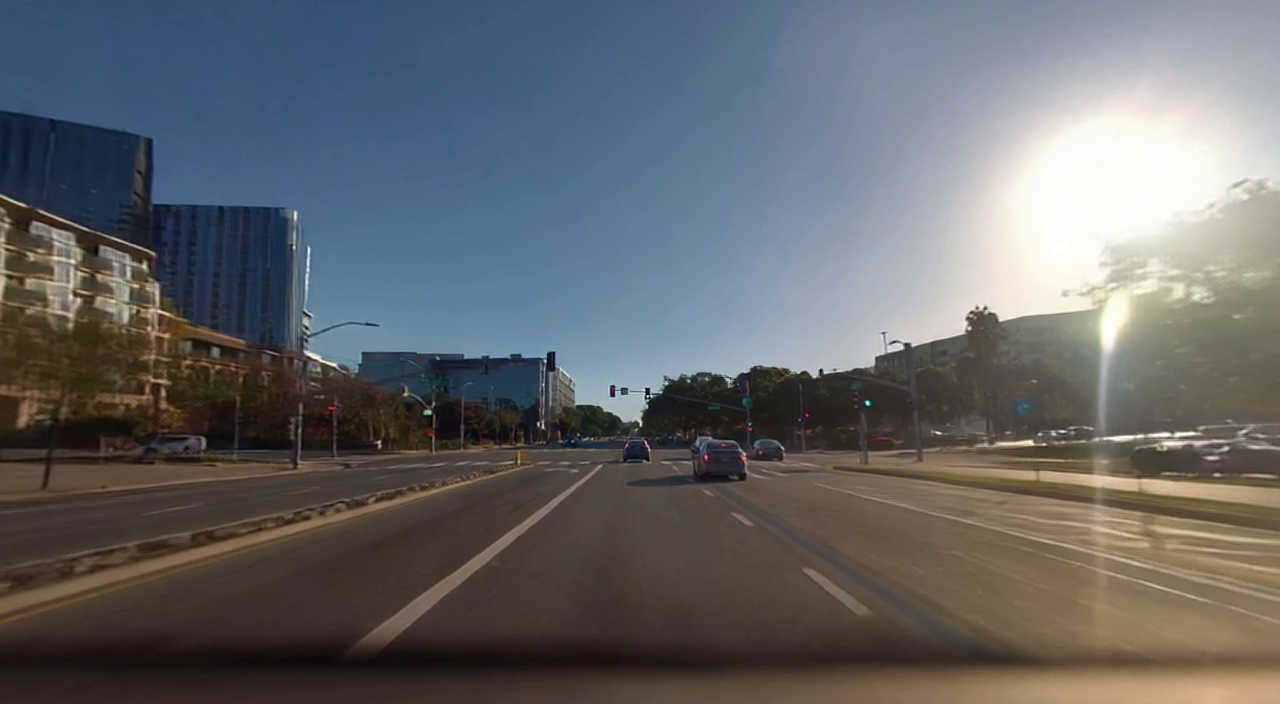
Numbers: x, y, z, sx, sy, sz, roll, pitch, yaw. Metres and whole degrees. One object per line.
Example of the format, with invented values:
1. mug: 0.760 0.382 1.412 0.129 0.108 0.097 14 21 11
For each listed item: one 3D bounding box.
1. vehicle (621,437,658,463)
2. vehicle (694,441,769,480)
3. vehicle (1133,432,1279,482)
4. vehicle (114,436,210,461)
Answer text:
1. vehicle: -0.030 6.046 39.030 2.143 1.480 4.006 0 -8 0
2. vehicle: 3.328 4.047 23.909 2.080 1.321 4.382 0 -8 -2
3. vehicle: 23.732 4.149 25.004 6.313 1.772 2.263 -10 -10 43
4. vehicle: -30.001 6.091 39.698 4.469 1.501 1.990 -1 -9 4
